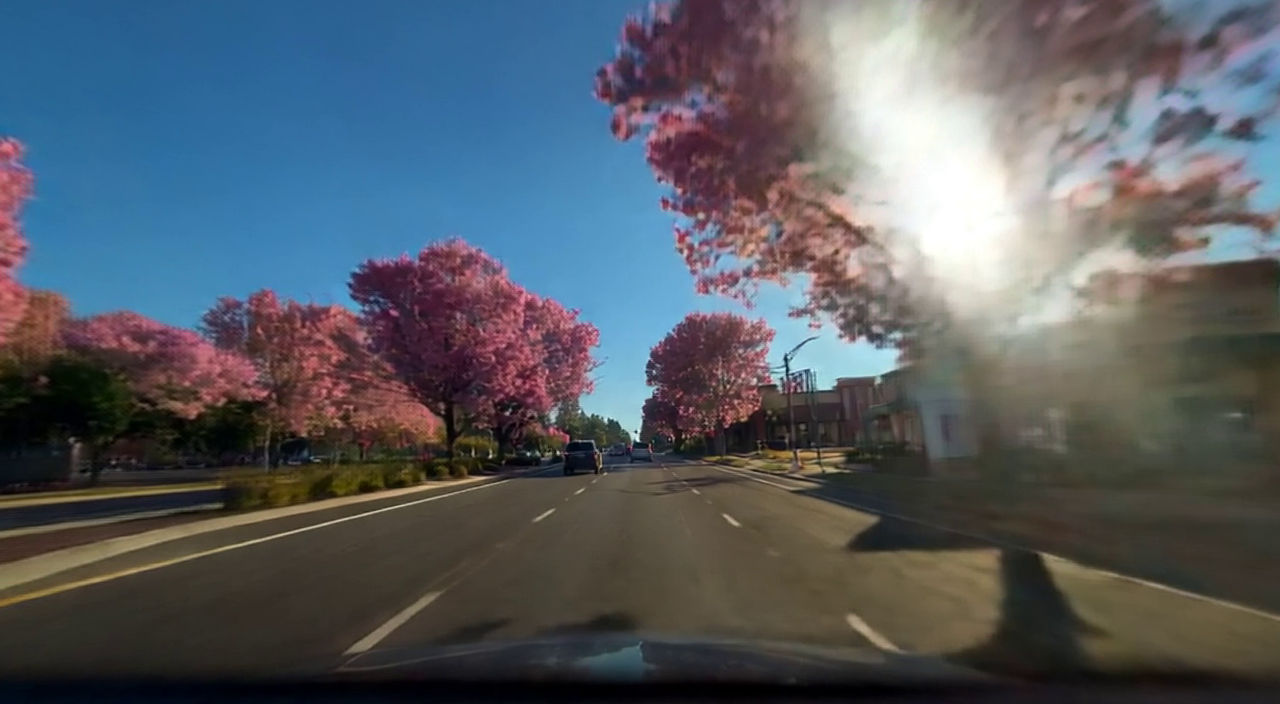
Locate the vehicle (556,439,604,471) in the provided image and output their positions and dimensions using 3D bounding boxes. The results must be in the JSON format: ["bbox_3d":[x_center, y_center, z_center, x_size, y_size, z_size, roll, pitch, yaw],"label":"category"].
[{"bbox_3d":[-3.649,6.387,39.264,2.453,1.844,4.751,0,-8,1],"label":"vehicle"}]

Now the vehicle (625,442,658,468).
[{"bbox_3d":[0.095,7.163,43.774,2.149,1.701,4.379,0,-8,0],"label":"vehicle"}]

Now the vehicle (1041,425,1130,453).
[{"bbox_3d":[25.354,5.007,35.938,1.728,1.443,4.505,0,-8,-1],"label":"vehicle"}]
